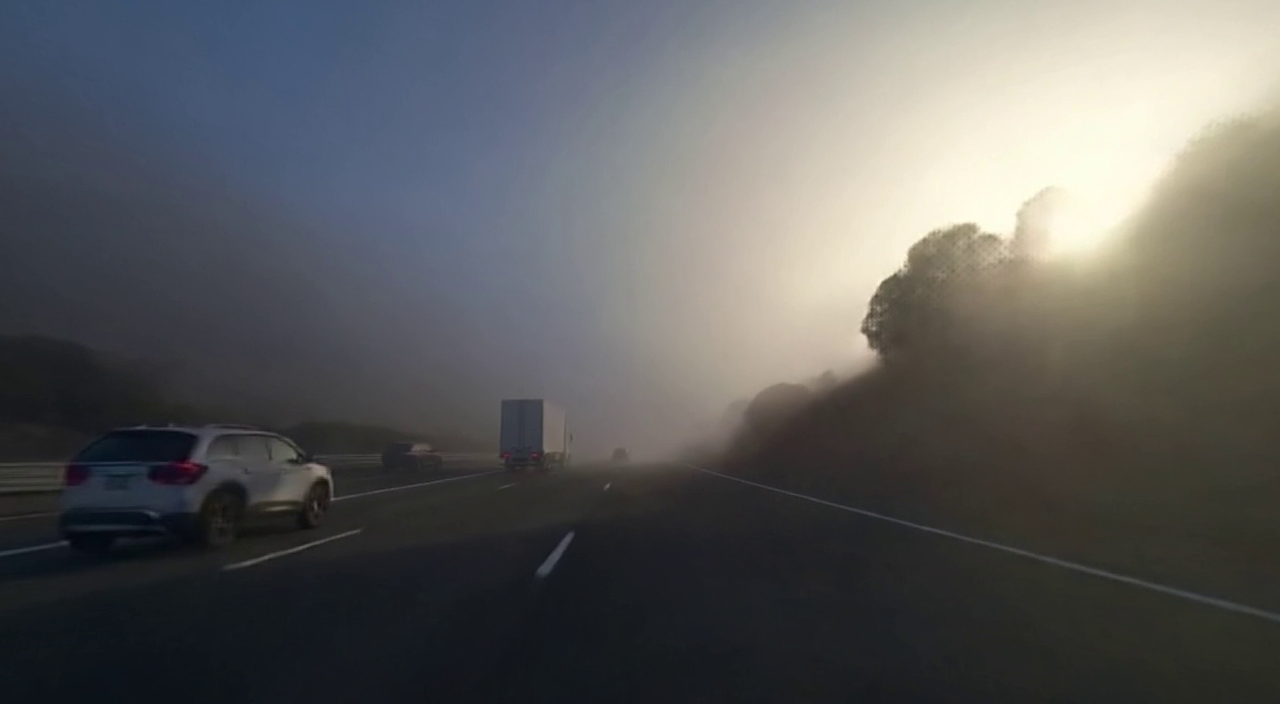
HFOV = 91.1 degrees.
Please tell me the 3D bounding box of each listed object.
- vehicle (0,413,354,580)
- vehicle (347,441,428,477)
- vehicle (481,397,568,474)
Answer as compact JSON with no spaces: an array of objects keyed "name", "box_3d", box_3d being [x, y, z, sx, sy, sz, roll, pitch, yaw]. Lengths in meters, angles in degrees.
[{"name":"vehicle","box_3d":[-6.101,1.847,8.854,2.099,1.734,4.413,0,-8,-1]},{"name":"vehicle","box_3d":[-13.843,5.863,34.862,2.130,1.828,5.523,0,-8,1]},{"name":"vehicle","box_3d":[-6.440,5.003,37.082,2.981,3.860,11.022,0,-8,0]}]
